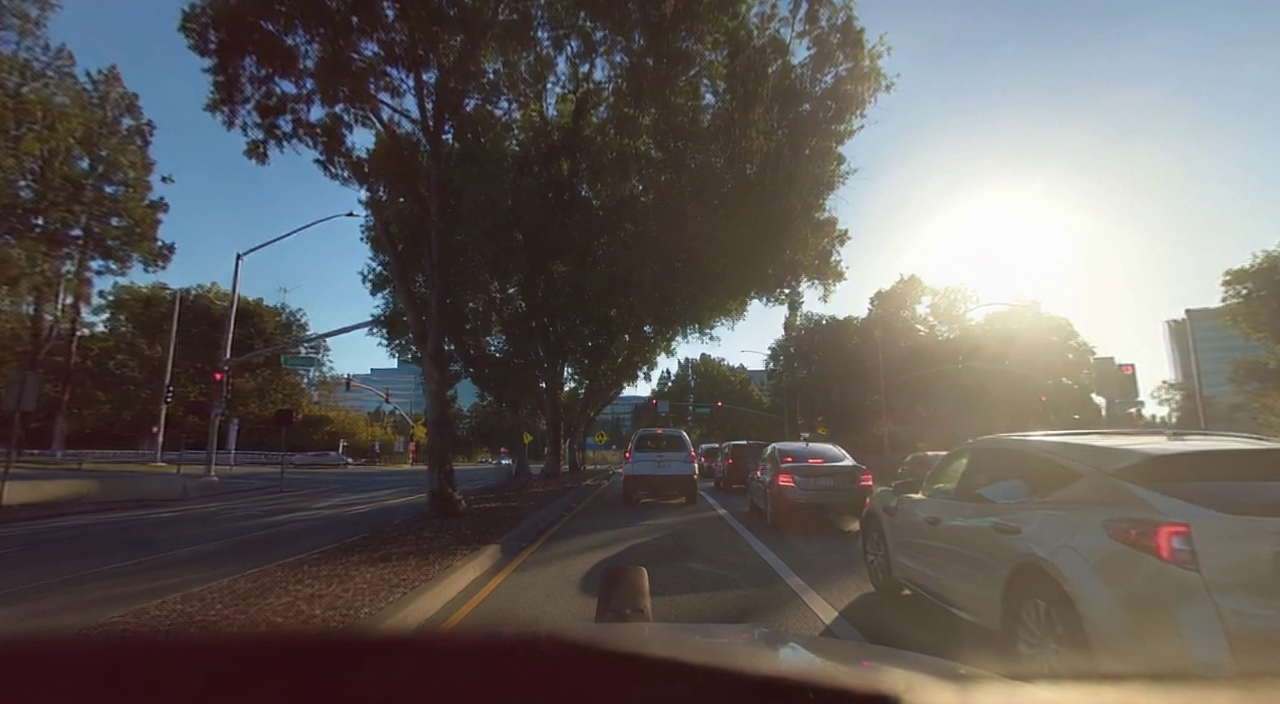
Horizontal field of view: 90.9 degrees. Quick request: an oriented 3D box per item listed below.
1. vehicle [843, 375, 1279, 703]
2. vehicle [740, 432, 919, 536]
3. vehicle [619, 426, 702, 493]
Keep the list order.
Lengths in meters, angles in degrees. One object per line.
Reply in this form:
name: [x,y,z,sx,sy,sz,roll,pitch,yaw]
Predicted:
vehicle: [2.969,1.129,3.919,2.078,1.578,4.107,0,-8,1]
vehicle: [3.096,2.201,11.363,1.956,1.477,4.285,0,-7,1]
vehicle: [0.538,3.256,19.483,2.245,1.800,4.522,0,-8,-1]
